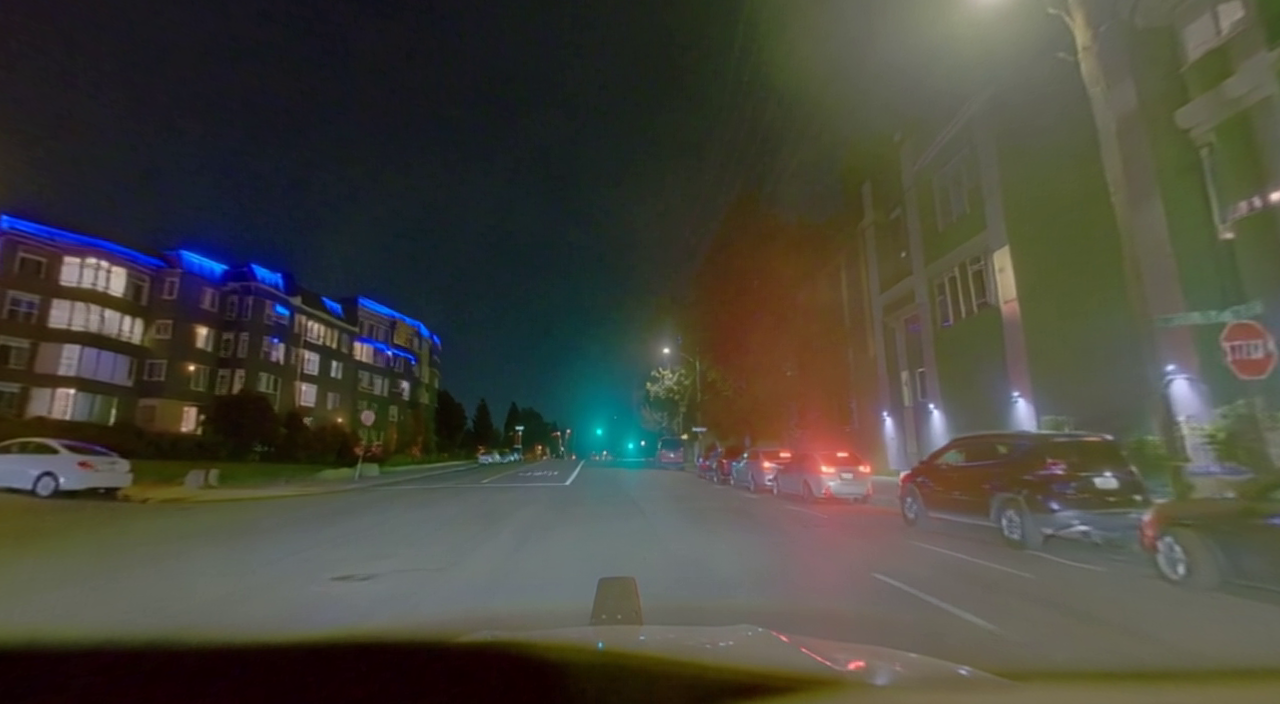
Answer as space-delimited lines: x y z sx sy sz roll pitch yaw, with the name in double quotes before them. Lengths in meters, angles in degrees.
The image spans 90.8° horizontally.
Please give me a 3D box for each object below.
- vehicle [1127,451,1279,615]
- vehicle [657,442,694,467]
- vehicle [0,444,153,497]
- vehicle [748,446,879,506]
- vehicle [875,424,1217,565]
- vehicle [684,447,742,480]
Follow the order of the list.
"vehicle" 6.459 1.475 4.875 1.900 1.368 4.176 0 -8 -3
"vehicle" 2.604 7.671 47.387 2.386 1.752 4.376 0 -8 -3
"vehicle" -16.404 3.173 17.118 4.603 1.335 1.889 2 -9 -14
"vehicle" 5.012 3.622 19.118 2.122 1.554 4.777 1 -8 -7
"vehicle" 5.959 2.108 10.277 1.917 1.704 4.840 1 -8 -7
"vehicle" 3.518 5.473 31.380 1.901 1.495 4.340 1 -8 -6
